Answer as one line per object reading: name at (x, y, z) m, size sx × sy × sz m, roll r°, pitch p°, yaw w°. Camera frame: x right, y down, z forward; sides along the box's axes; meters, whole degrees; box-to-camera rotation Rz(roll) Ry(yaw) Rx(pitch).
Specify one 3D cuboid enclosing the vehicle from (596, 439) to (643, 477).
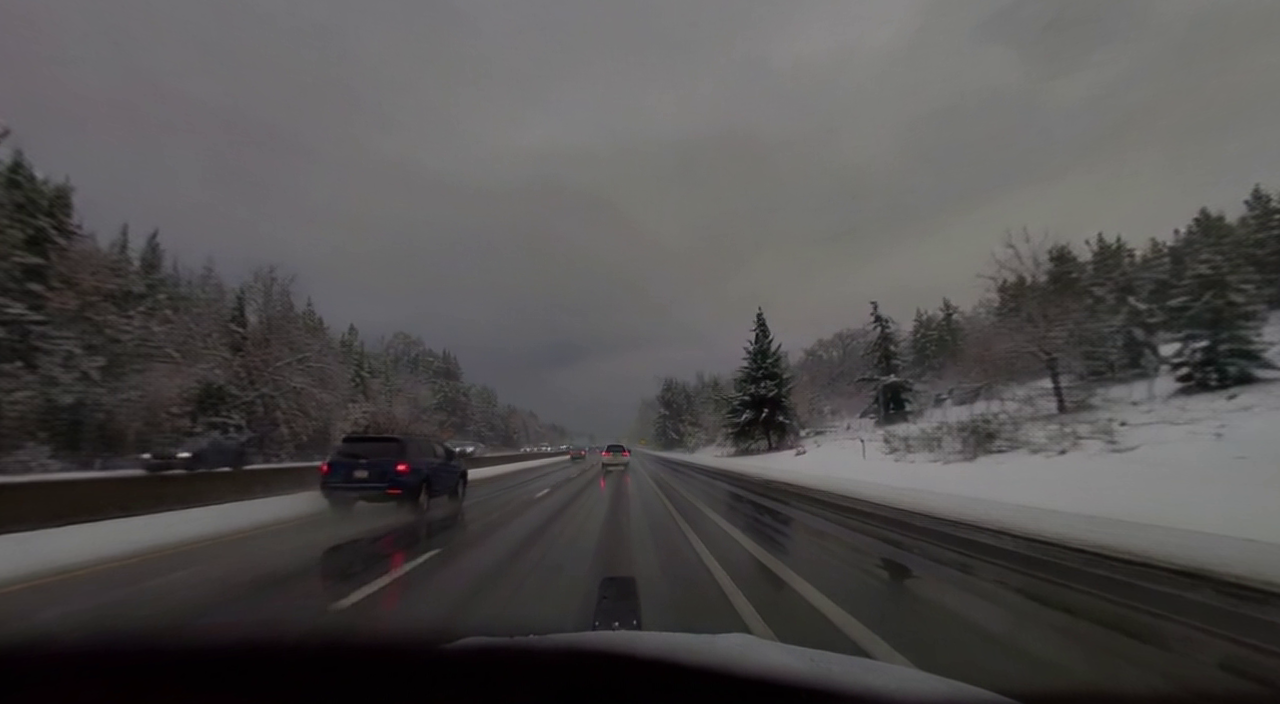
vehicle at (-0.980, 5.102, 30.388) m, size 2.115 × 1.661 × 4.049 m, roll 0°, pitch -9°, yaw -2°

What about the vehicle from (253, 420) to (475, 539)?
vehicle at (-4.625, 2.219, 11.509) m, size 1.974 × 1.688 × 4.727 m, roll 0°, pitch -9°, yaw -1°

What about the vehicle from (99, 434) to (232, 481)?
vehicle at (-18.763, 4.207, 25.081) m, size 1.960 × 1.677 × 4.332 m, roll 0°, pitch -9°, yaw -1°
